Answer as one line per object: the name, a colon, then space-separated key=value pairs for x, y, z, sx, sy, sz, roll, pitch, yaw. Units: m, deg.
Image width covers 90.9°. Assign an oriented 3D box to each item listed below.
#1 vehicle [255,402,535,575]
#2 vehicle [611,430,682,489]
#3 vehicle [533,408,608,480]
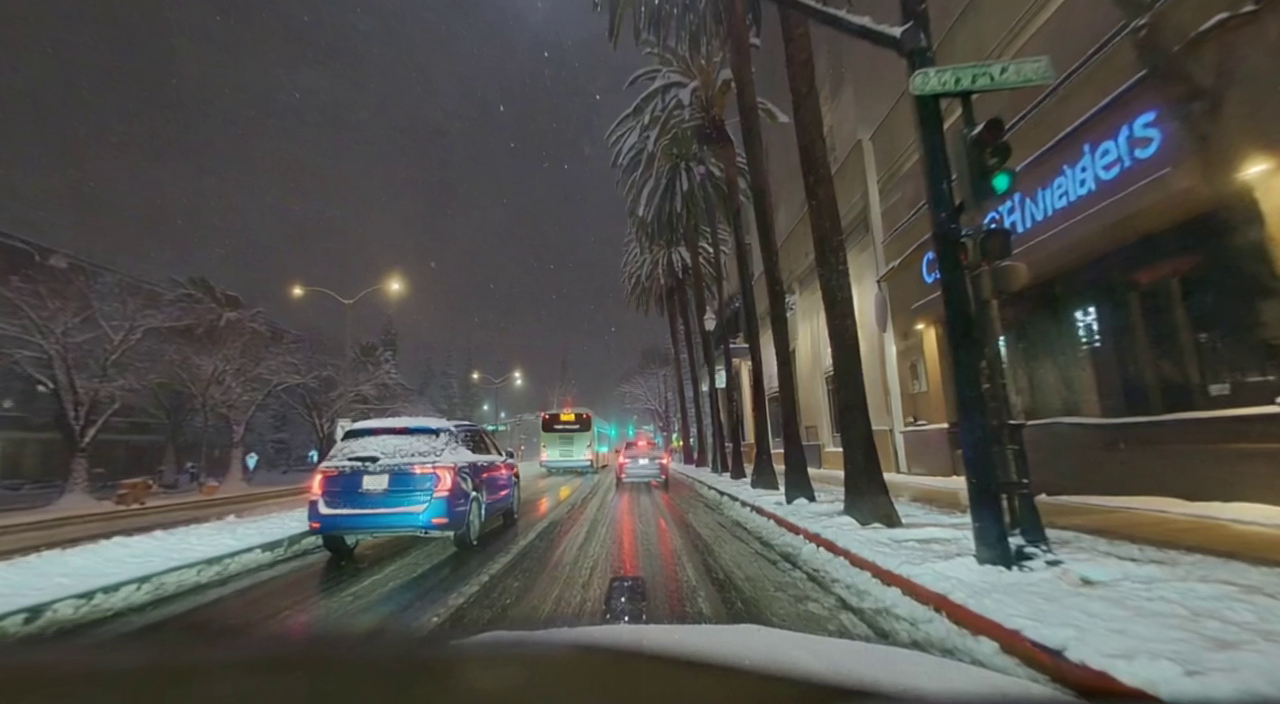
vehicle: x=-2.957 y=1.772 z=8.973 sx=2.124 sy=1.799 sz=4.587 roll=0 pitch=-8 yaw=0
vehicle: x=0.170 y=3.497 z=20.708 sx=2.120 sy=1.727 sz=3.917 roll=0 pitch=-8 yaw=-1
vehicle: x=-3.213 y=4.554 z=31.326 sx=2.775 sy=3.064 sz=8.297 roll=0 pitch=-8 yaw=0
